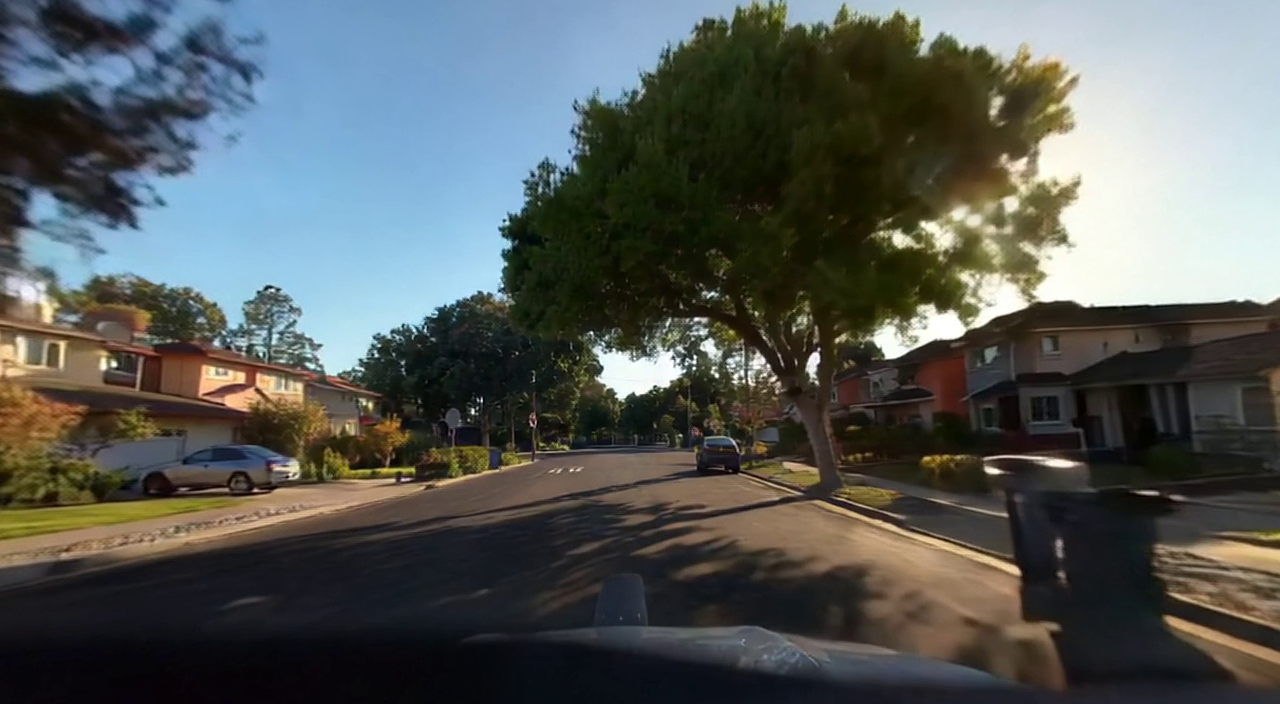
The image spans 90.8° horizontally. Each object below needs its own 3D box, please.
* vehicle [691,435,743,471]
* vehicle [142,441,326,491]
[{"bbox_3d":[3.447,4.597,28.907,1.975,1.528,4.000,0,-9,1],"label":"vehicle"},{"bbox_3d":[-13.110,3.697,20.670,4.572,1.522,1.999,0,-9,-3],"label":"vehicle"}]
